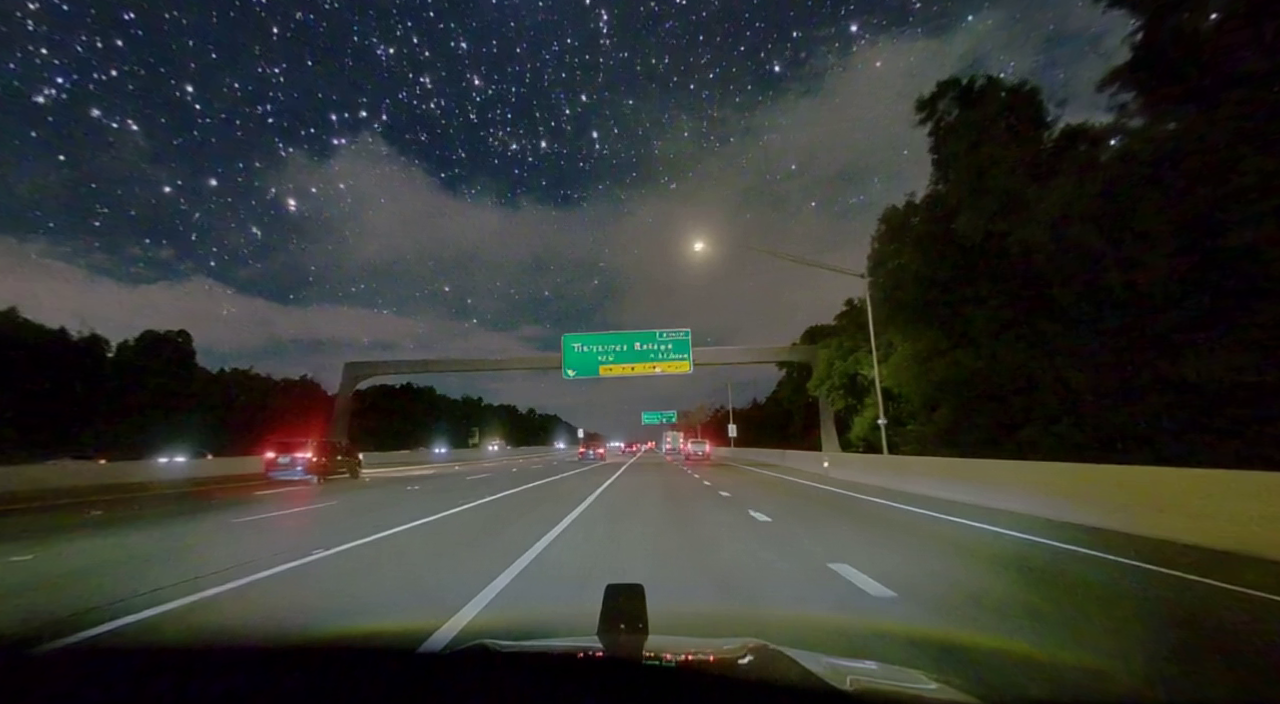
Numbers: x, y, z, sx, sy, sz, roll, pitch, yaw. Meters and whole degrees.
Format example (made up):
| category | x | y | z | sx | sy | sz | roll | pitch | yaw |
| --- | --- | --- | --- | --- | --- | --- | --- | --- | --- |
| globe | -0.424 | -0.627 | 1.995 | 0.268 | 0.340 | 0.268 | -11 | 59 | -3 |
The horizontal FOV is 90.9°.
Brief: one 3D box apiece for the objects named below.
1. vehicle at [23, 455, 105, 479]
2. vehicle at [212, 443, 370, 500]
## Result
| category | x | y | z | sx | sy | sz | roll | pitch | yaw |
| --- | --- | --- | --- | --- | --- | --- | --- | --- | --- |
| vehicle | -40.336 | 8.043 | 44.268 | 1.707 | 1.471 | 4.165 | 0 | -8 | 2 |
| vehicle | -10.014 | 3.427 | 18.610 | 1.899 | 1.465 | 4.589 | 0 | -8 | 2 |
